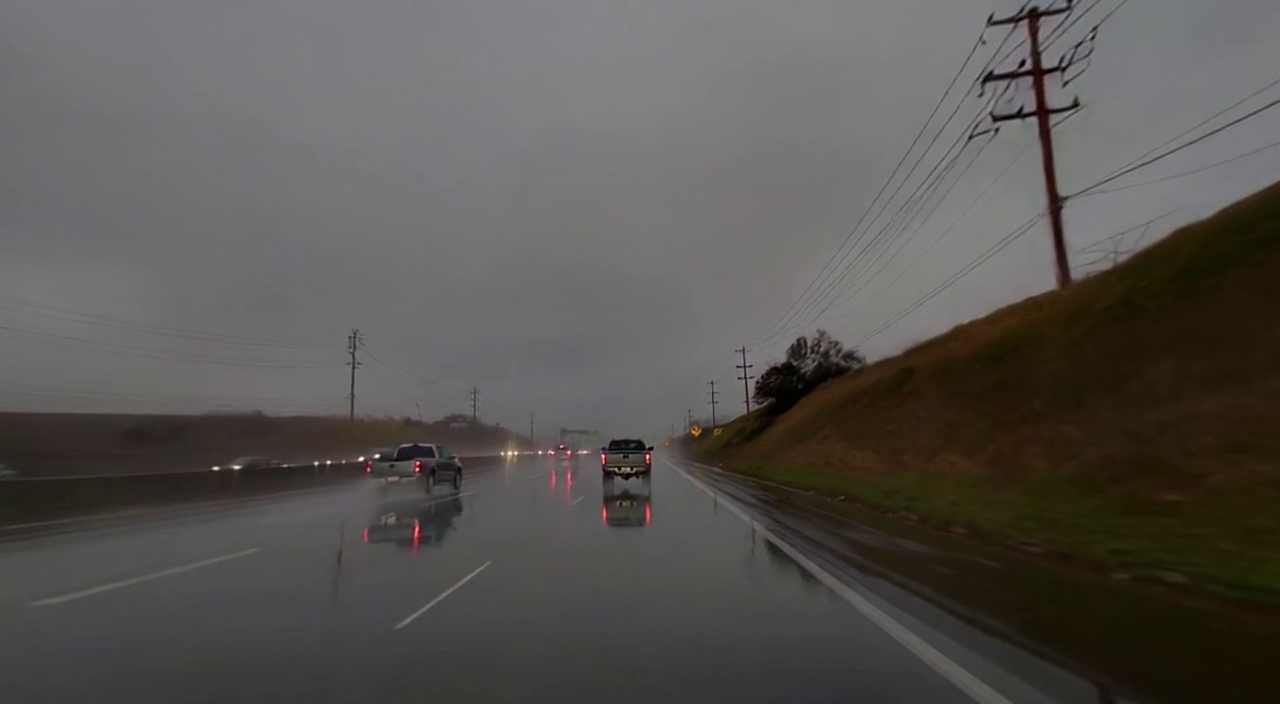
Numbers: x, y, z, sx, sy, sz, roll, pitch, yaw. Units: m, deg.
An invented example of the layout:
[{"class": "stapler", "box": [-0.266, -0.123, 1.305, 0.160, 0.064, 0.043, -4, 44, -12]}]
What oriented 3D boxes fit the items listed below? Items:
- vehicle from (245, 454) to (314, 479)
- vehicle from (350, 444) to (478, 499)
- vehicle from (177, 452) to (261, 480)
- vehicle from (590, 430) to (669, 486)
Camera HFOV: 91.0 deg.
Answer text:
[{"class": "vehicle", "box": [-23.370, 7.424, 41.043, 1.861, 1.488, 4.345, 0, -9, 1]}, {"class": "vehicle", "box": [-7.142, 3.817, 20.657, 2.189, 1.553, 5.202, 0, -9, 1]}, {"class": "vehicle", "box": [-27.262, 7.399, 40.991, 2.292, 1.660, 4.482, 0, -9, 1]}, {"class": "vehicle", "box": [-0.424, 4.462, 26.856, 2.972, 2.087, 6.126, 0, -9, 0]}]
